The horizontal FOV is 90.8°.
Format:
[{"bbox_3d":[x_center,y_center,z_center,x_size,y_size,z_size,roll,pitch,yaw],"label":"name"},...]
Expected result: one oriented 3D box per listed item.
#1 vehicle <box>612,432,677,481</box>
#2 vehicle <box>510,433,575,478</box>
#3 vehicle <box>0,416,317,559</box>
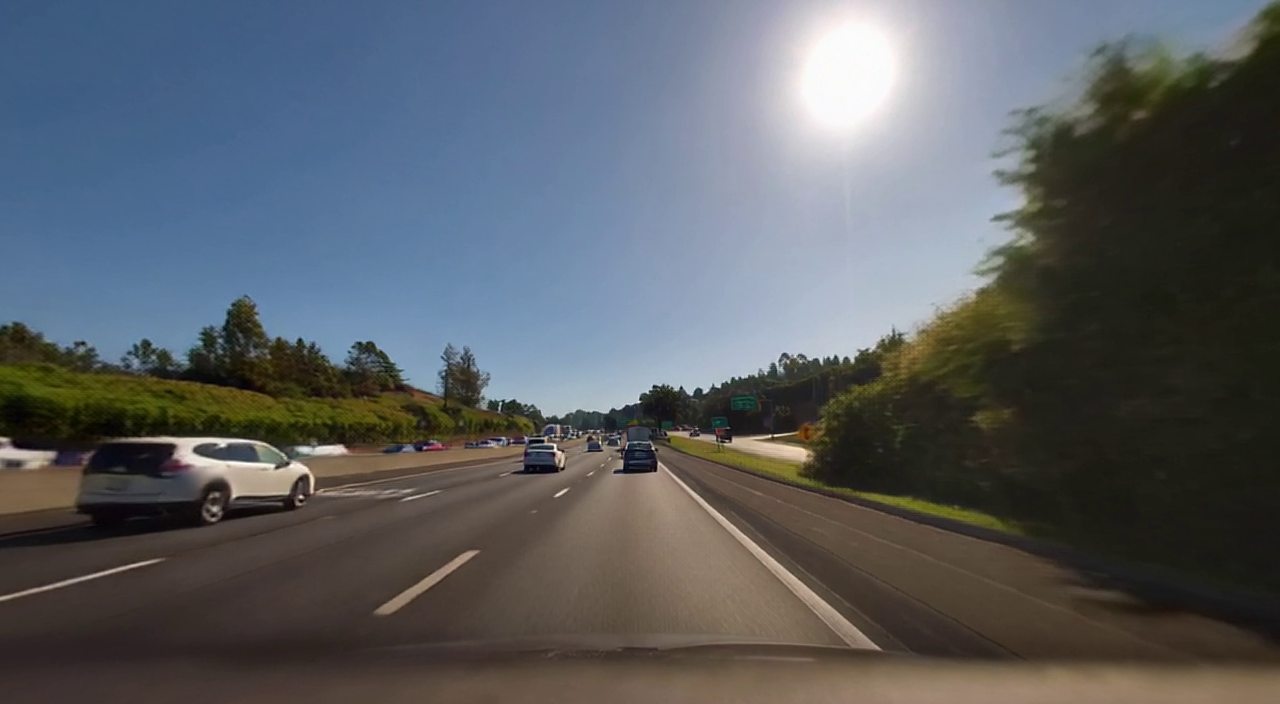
[{"bbox_3d":[0.138,4.131,25.289,2.378,1.750,4.355,0,-8,-1],"label":"vehicle"},{"bbox_3d":[-4.014,4.369,26.847,2.044,1.717,4.421,0,-8,0],"label":"vehicle"},{"bbox_3d":[-7.363,1.933,9.823,2.195,1.652,4.733,0,-8,0],"label":"vehicle"}]
